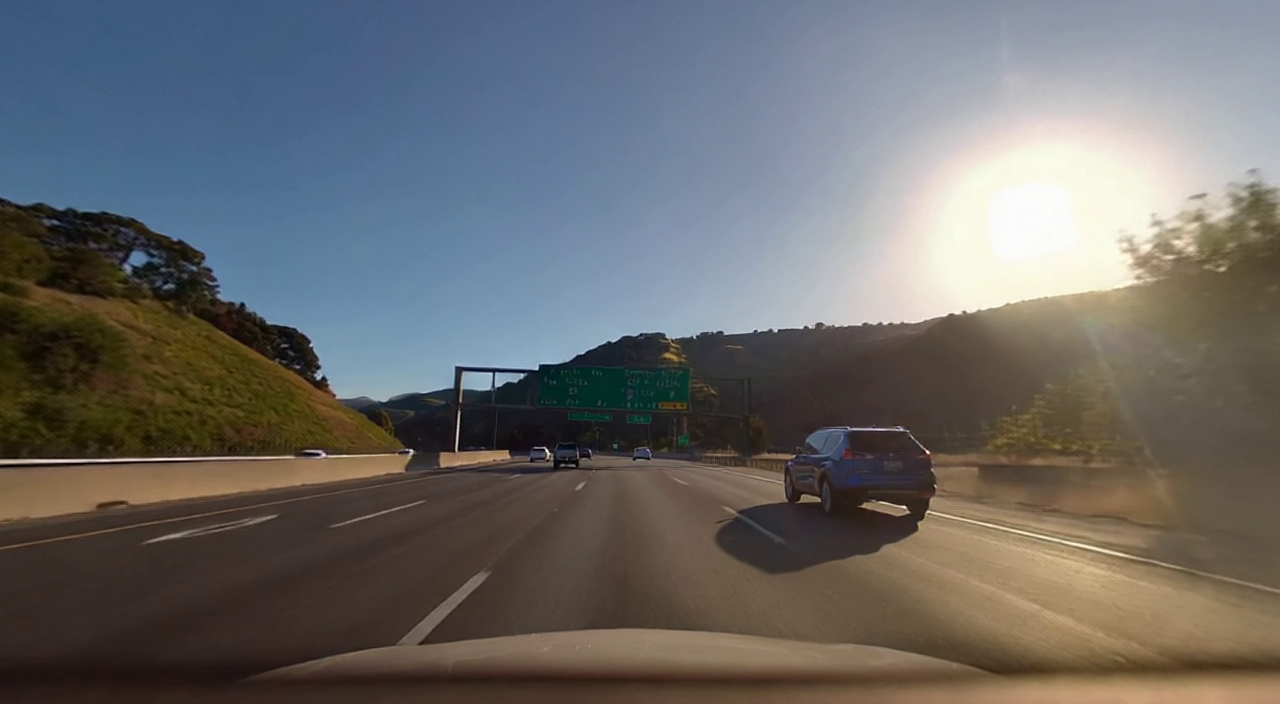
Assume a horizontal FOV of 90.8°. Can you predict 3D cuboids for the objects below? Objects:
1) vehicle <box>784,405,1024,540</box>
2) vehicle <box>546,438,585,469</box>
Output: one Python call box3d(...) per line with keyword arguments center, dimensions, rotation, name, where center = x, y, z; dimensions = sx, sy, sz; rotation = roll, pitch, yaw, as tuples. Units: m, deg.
box3d(center=(4.338, 2.081, 11.514), dimensions=(2.103, 1.903, 4.837), rotation=(0, -9, -2), name="vehicle")
box3d(center=(-5.567, 7.639, 47.749), dimensions=(2.537, 2.121, 5.251), rotation=(0, -9, -3), name="vehicle")
